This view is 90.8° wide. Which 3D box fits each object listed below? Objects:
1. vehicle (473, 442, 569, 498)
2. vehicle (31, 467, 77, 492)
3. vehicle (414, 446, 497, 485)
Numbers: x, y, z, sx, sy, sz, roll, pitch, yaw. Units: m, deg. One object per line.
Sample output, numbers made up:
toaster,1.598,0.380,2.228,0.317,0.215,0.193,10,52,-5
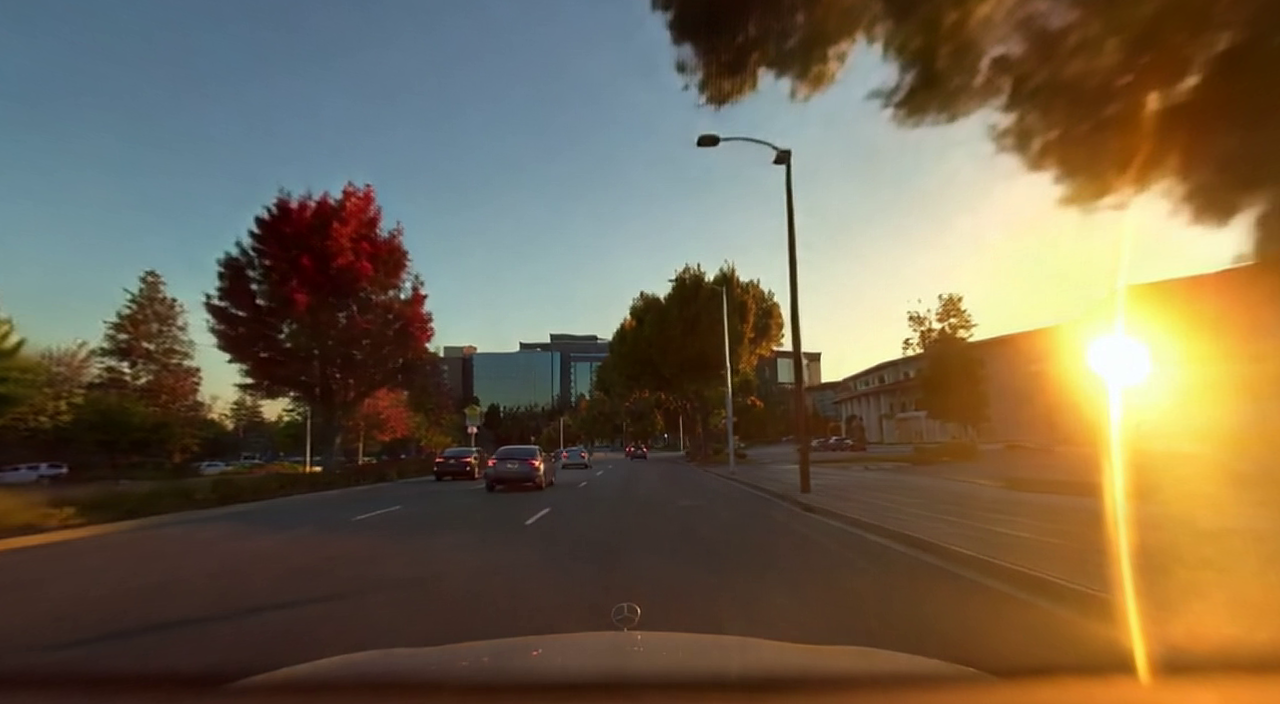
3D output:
vehicle,-3.467,3.556,19.413,2.011,1.483,4.596,0,-9,1
vehicle,-39.769,8.606,42.845,1.960,1.475,4.381,9,-12,-44
vehicle,-7.608,4.727,26.616,1.976,1.497,4.709,0,-9,1
